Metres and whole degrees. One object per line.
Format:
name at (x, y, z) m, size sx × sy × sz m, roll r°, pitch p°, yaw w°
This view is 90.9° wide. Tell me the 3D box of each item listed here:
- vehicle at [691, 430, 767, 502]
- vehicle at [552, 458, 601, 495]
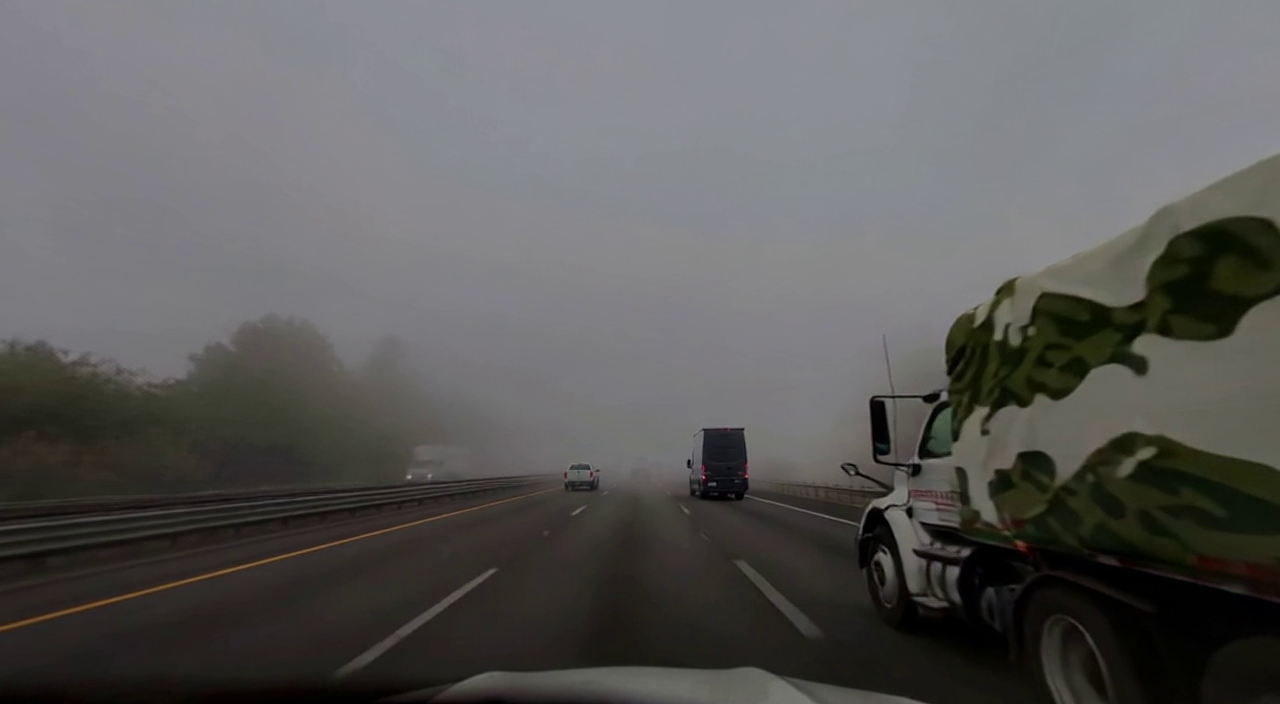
vehicle at (3.947, 5.301, 29.231) m, size 2.703 × 2.988 × 5.097 m, roll 1°, pitch -11°, yaw -1°
vehicle at (-3.485, 6.953, 35.340) m, size 2.204 × 1.852 × 4.661 m, roll 1°, pitch -10°, yaw 0°
